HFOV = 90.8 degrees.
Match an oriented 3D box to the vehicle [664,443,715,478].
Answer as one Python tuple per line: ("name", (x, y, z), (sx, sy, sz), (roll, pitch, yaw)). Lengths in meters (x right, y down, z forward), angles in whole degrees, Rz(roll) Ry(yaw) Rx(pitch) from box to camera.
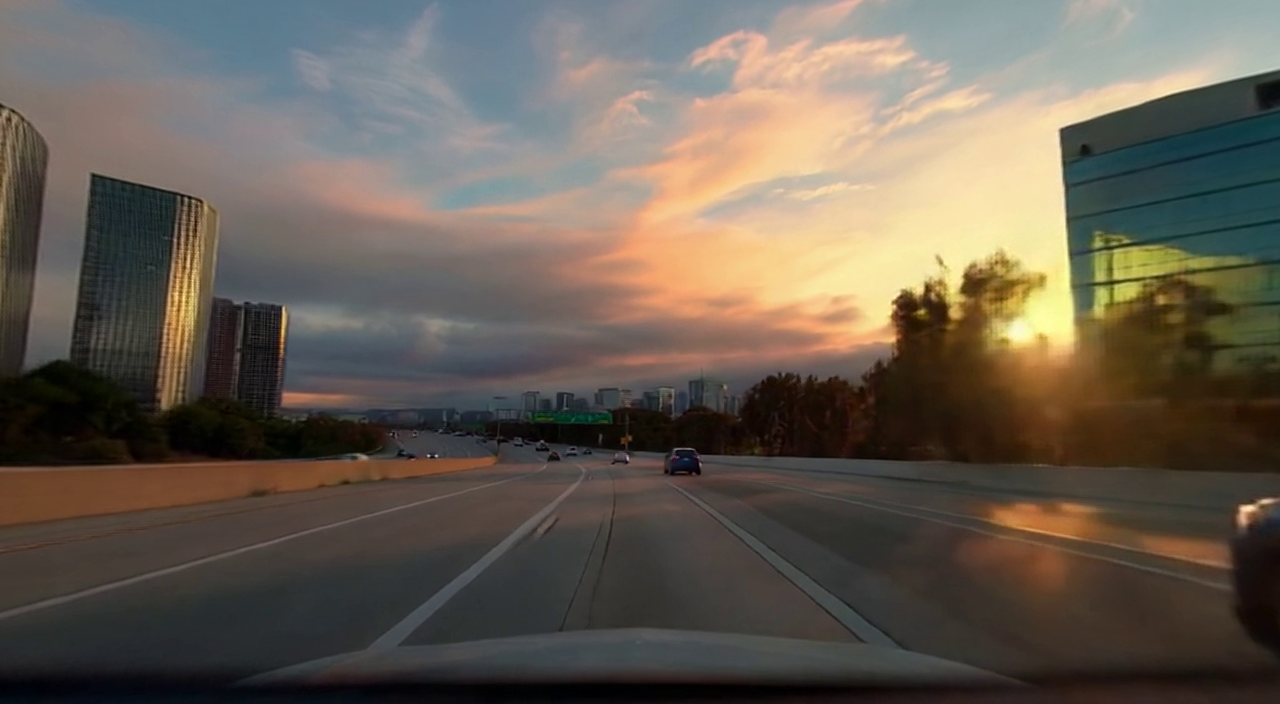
("vehicle", (2.653, 5.966, 35.156), (2.110, 1.780, 4.682), (0, -8, -5))
